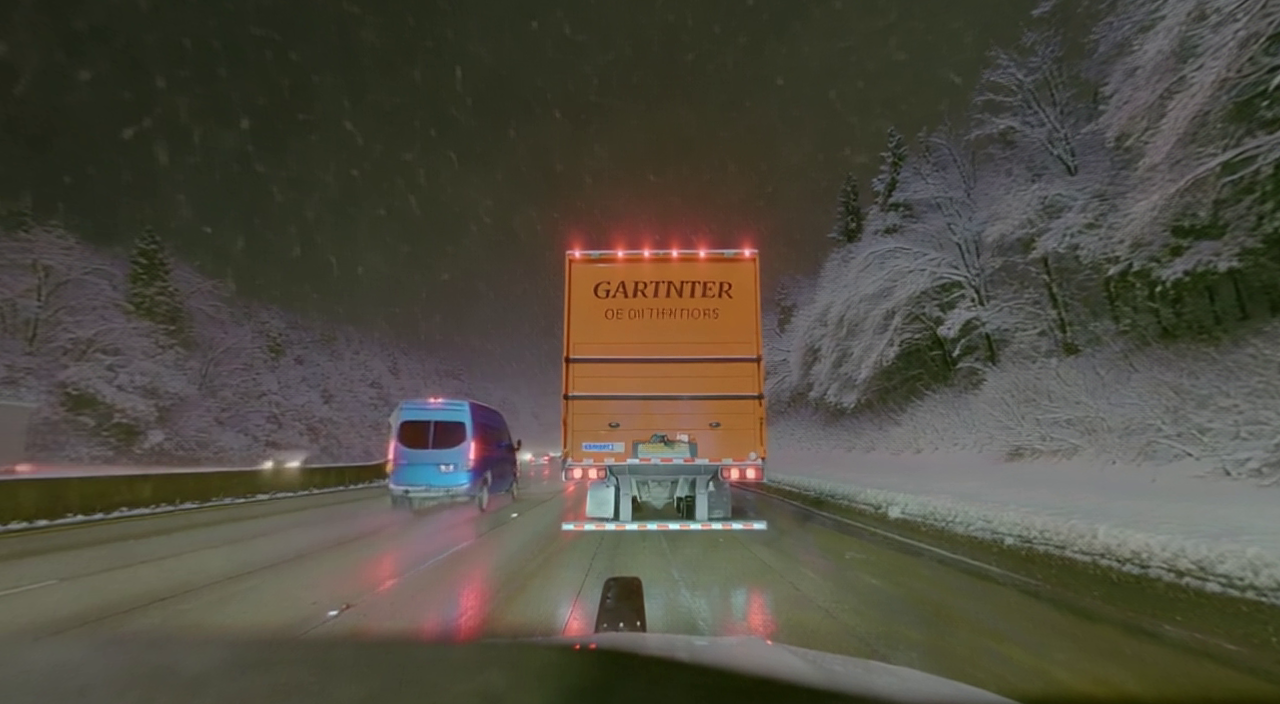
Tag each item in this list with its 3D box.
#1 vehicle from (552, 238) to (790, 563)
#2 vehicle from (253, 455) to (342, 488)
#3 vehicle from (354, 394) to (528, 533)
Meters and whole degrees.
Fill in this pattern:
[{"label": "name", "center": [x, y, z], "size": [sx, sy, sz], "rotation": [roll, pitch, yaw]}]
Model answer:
[{"label": "vehicle", "center": [0.424, 1.358, 13.106], "size": [2.853, 4.054, 10.557], "rotation": [0, -9, 1]}, {"label": "vehicle", "center": [-16.753, 5.837, 31.127], "size": [1.885, 1.455, 4.424], "rotation": [0, -9, 0]}, {"label": "vehicle", "center": [-4.084, 2.431, 14.174], "size": [2.208, 2.522, 5.187], "rotation": [0, -9, -1]}]
